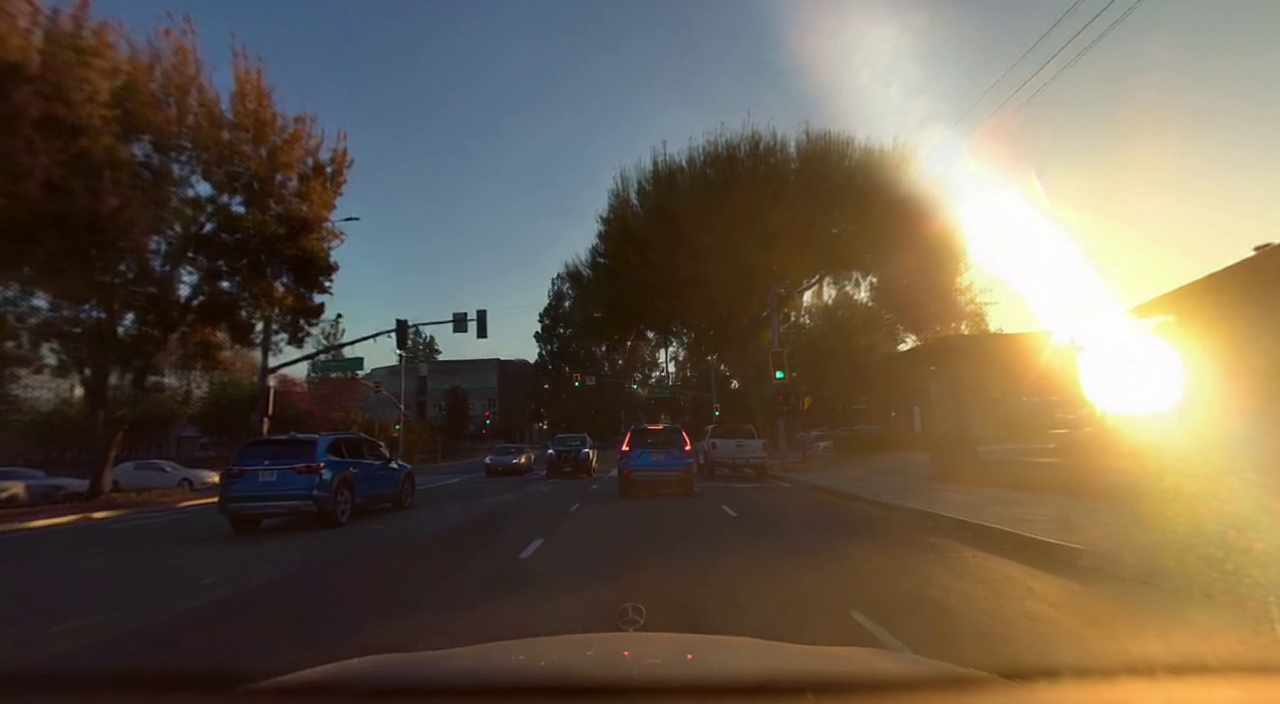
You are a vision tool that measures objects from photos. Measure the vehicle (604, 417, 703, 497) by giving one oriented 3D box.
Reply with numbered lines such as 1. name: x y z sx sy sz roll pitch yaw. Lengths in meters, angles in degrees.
1. vehicle: 0.293 2.685 16.378 2.235 1.778 4.178 0 -8 0

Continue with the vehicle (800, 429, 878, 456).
1. vehicle: 14.410 6.583 45.788 4.983 1.560 1.841 -4 -8 0

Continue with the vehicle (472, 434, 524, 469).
1. vehicle: -7.912 5.450 34.721 2.108 1.689 4.316 1 -8 -22

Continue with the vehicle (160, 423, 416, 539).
1. vehicle: -5.951 2.219 11.493 2.052 1.664 4.476 0 -8 0

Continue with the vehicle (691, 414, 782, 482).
1. vehicle: 3.218 3.405 22.490 2.338 2.063 5.672 0 -8 0

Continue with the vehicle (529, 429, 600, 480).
1. vehicle: -2.671 3.764 23.344 2.058 1.659 4.514 0 -8 0

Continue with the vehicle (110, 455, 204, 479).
1. vehicle: -31.998 7.623 41.837 4.554 1.449 1.949 0 -8 0
